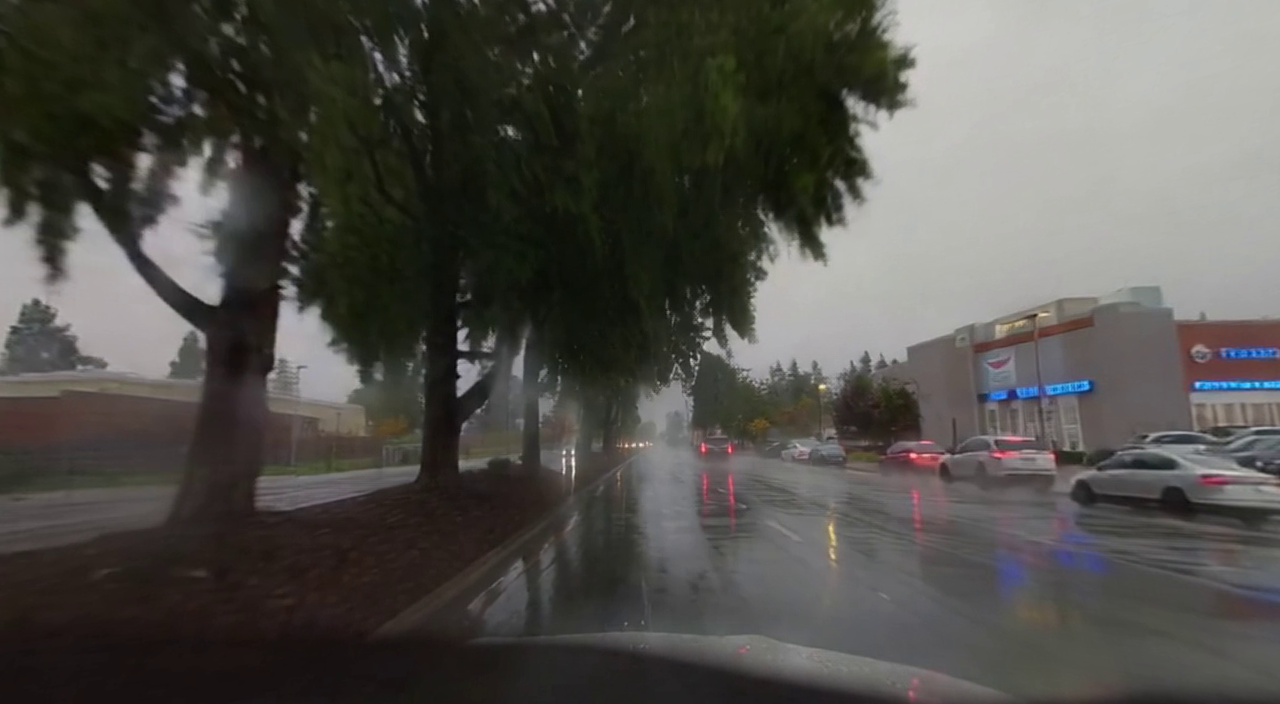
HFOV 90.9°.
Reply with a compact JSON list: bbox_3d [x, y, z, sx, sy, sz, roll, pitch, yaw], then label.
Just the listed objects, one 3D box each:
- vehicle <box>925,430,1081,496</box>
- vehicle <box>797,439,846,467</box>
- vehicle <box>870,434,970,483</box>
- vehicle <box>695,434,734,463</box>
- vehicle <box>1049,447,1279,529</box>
[{"bbox_3d":[10.826,3.345,19.368,1.959,1.751,4.961,0,-8,2],"label":"vehicle"},{"bbox_3d":[11.353,6.371,39.740,1.919,1.645,4.254,0,-8,1],"label":"vehicle"},{"bbox_3d":[11.079,4.222,25.376,1.931,1.774,4.666,0,-8,1],"label":"vehicle"},{"bbox_3d":[5.043,6.648,43.373,2.183,1.845,4.482,0,-8,1],"label":"vehicle"},{"bbox_3d":[10.712,2.633,12.878,1.824,1.364,4.238,0,-8,0],"label":"vehicle"}]
